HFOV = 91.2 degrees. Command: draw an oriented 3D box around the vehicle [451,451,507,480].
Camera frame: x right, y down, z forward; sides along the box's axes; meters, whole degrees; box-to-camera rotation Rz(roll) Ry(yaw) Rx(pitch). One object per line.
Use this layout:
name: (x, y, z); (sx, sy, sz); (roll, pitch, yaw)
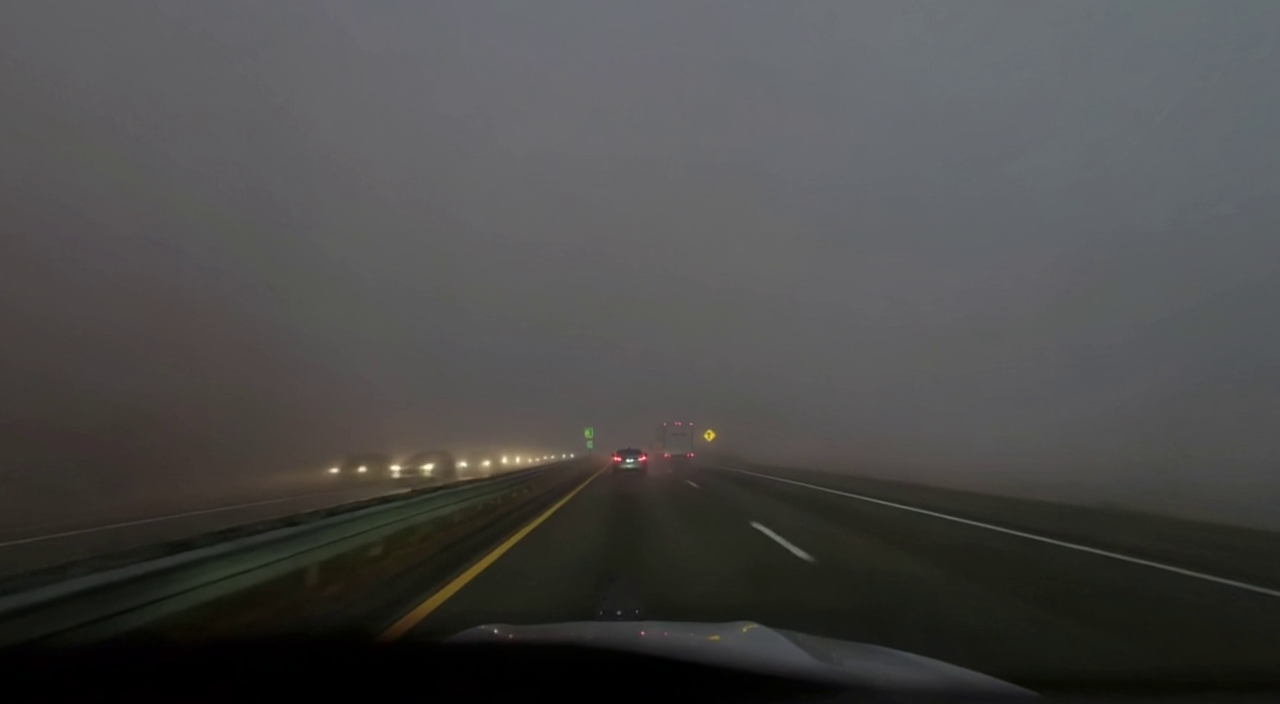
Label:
vehicle: (-9.184, 6.480, 36.109); (2.005, 1.493, 4.505); (0, -9, 0)

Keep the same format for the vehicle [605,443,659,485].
vehicle: (-0.334, 4.427, 25.115); (1.971, 1.518, 4.108); (0, -9, -1)

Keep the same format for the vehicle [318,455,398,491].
vehicle: (-13.751, 5.898, 30.897); (1.892, 1.533, 4.532); (0, -9, -1)

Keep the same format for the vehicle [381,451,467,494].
vehicle: (-8.190, 4.579, 24.182); (1.908, 1.499, 4.040); (0, -9, -1)
